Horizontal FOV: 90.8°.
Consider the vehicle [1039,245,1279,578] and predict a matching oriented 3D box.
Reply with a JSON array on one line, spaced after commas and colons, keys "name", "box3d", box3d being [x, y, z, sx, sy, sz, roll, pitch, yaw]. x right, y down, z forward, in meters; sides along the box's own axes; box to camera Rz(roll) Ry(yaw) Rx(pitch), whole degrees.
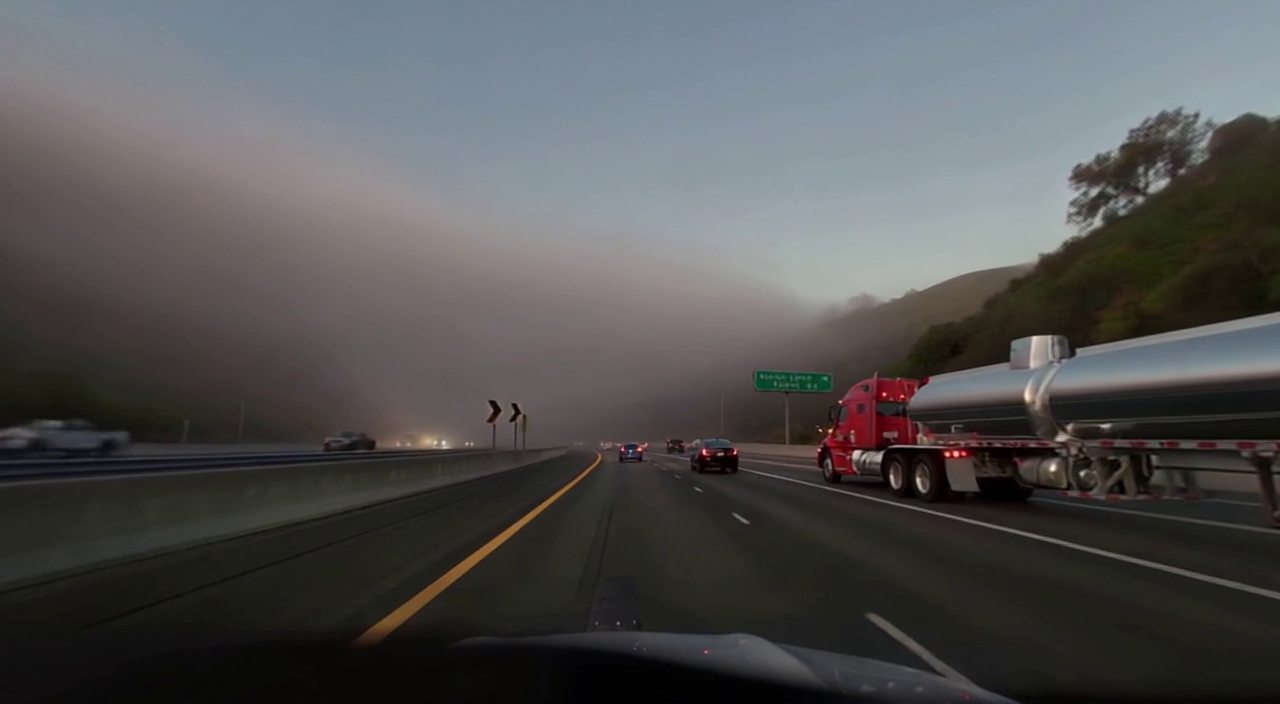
[{"name": "vehicle", "box3d": [7.631, 0.369, 4.742, 2.805, 3.212, 9.978, 0, -9, 1]}]

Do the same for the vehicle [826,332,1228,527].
[{"name": "vehicle", "box3d": [7.316, 1.874, 14.503, 2.880, 2.975, 9.608, 0, -9, -2]}]

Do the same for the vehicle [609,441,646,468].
[{"name": "vehicle", "box3d": [-0.767, 5.978, 37.114, 2.083, 1.477, 3.965, 0, -9, -2]}]

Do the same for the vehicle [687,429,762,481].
[{"name": "vehicle", "box3d": [3.139, 3.973, 24.533, 2.098, 1.794, 4.561, 0, -9, -2]}]
